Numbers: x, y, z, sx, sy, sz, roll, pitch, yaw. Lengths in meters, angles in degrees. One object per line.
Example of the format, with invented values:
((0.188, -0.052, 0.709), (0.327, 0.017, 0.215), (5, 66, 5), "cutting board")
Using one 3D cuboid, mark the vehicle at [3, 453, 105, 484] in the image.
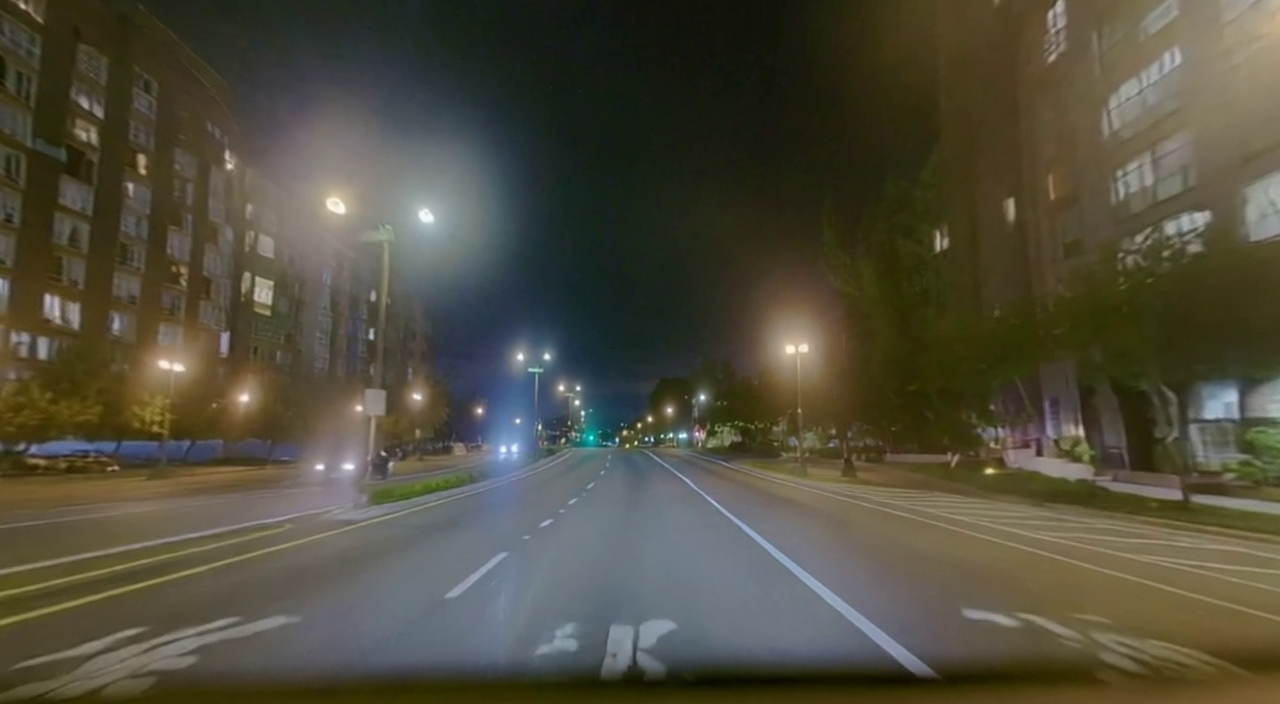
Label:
((-28.794, 5.738, 31.112), (1.518, 1.364, 3.470), (1, -10, 2), "vehicle")
